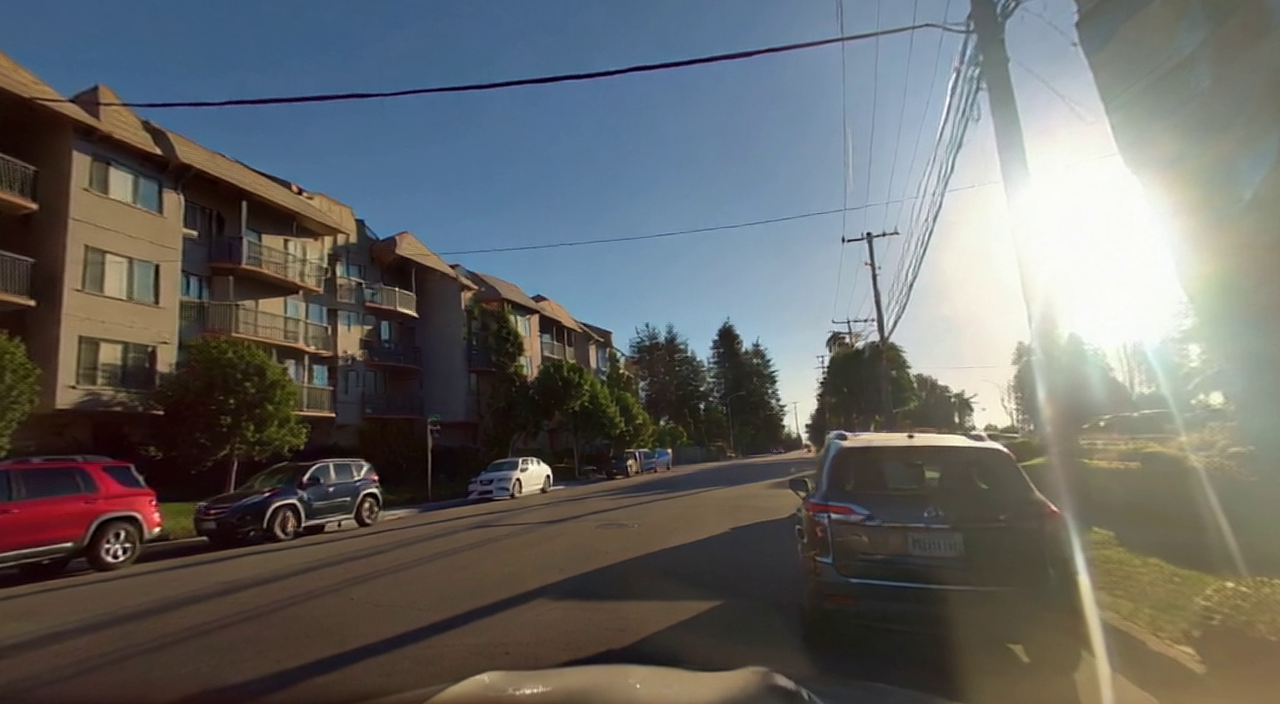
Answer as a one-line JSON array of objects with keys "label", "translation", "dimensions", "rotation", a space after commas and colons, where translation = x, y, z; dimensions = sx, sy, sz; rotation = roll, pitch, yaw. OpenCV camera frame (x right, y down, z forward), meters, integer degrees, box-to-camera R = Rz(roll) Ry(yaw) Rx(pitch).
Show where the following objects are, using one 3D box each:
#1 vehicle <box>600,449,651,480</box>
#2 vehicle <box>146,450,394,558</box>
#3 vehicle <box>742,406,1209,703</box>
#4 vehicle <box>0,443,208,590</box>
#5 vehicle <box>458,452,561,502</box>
[{"label": "vehicle", "translation": [-0.841, 7.038, 39.893], "dimensions": [2.011, 1.801, 4.676], "rotation": [-2, -9, 15]}, {"label": "vehicle", "translation": [-7.693, 3.171, 13.805], "dimensions": [2.068, 1.745, 4.579], "rotation": [-9, -11, 11]}, {"label": "vehicle", "translation": [2.187, 1.384, 5.387], "dimensions": [2.030, 1.535, 4.683], "rotation": [-2, -9, 16]}, {"label": "vehicle", "translation": [-9.053, 2.327, 8.729], "dimensions": [1.973, 1.848, 5.100], "rotation": [-10, -11, 12]}, {"label": "vehicle", "translation": [-5.056, 4.969, 25.150], "dimensions": [2.017, 1.582, 4.664], "rotation": [-9, -13, 14]}]
